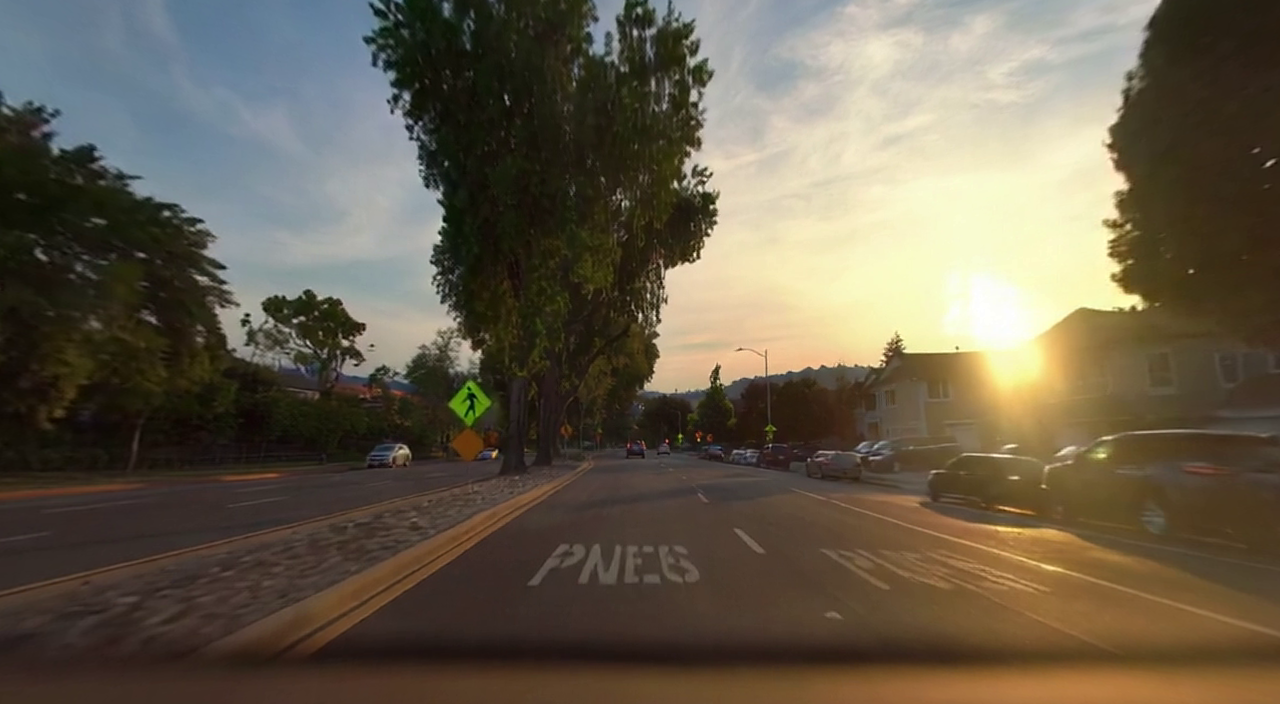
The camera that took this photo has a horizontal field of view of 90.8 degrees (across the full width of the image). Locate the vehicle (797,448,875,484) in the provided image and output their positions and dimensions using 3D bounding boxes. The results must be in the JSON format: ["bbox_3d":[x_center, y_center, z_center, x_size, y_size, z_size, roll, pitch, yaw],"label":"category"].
[{"bbox_3d":[9.172,5.348,30.065,2.009,1.493,4.983,0,-8,-2],"label":"vehicle"}]

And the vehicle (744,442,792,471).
[{"bbox_3d":[8.681,7.153,43.425,2.100,1.821,4.991,0,-8,-2],"label":"vehicle"}]

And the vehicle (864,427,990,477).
[{"bbox_3d":[16.173,5.600,35.799,5.911,2.054,2.167,-6,-6,-2],"label":"vehicle"}]

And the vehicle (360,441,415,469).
[{"bbox_3d":[-17.949,7.323,45.224,2.016,1.755,5.389,-3,-8,-3],"label":"vehicle"}]

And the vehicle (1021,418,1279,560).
[{"bbox_3d":[9.398,2.260,11.272,2.083,1.946,4.928,0,-8,0],"label":"vehicle"}]
